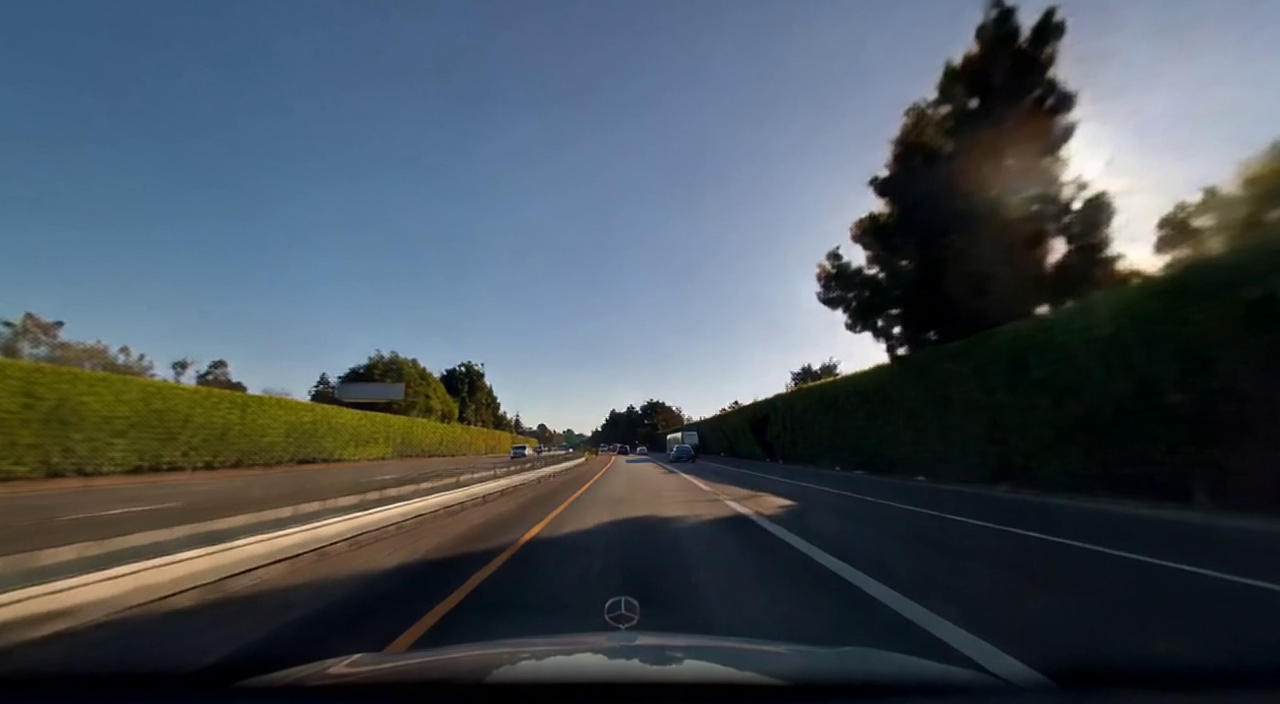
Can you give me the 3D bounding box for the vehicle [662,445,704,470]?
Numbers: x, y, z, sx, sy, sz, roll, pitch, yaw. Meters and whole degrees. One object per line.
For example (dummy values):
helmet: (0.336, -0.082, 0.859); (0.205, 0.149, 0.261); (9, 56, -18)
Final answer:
vehicle: (2.732, 6.807, 40.734); (2.244, 1.498, 4.338); (0, -9, -2)
